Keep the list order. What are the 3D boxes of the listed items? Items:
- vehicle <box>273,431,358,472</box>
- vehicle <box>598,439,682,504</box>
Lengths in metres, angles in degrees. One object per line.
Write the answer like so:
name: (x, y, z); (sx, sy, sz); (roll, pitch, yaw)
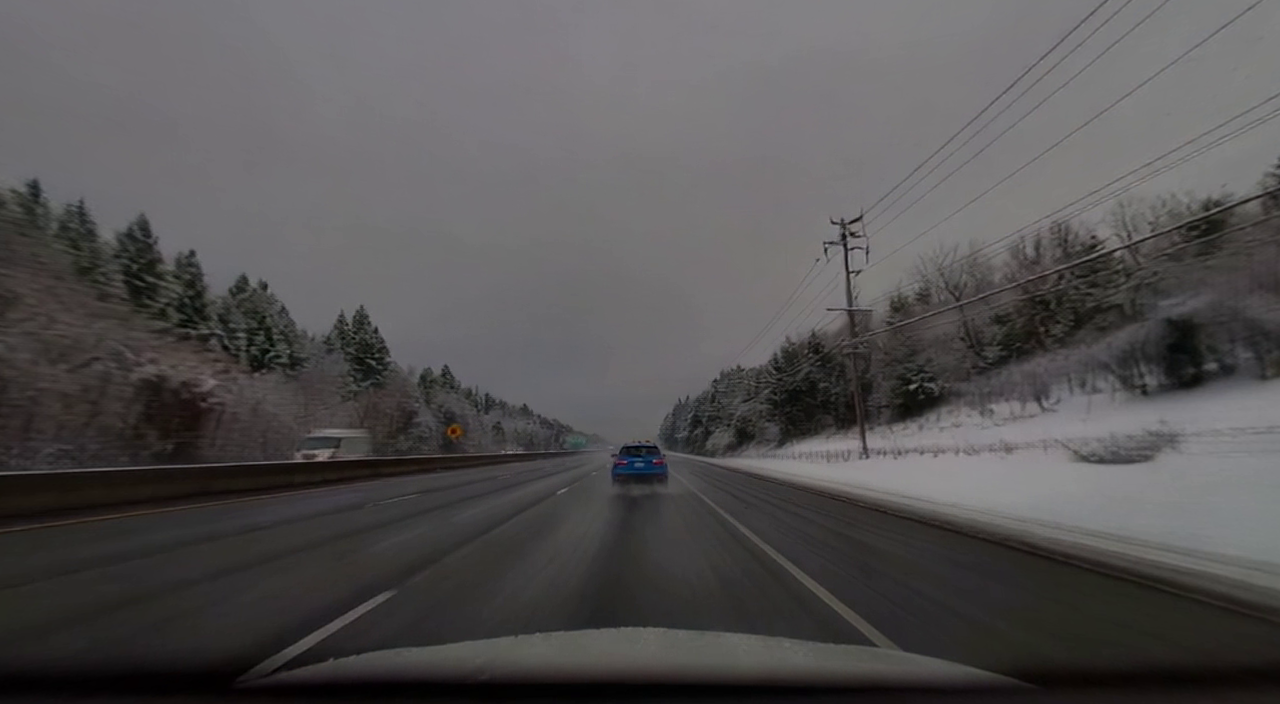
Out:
vehicle: (-20.080, 6.212, 39.371); (2.171, 2.310, 5.769); (0, -9, 1)
vehicle: (-0.039, 3.118, 16.868); (1.966, 1.499, 4.298); (0, -9, -1)
